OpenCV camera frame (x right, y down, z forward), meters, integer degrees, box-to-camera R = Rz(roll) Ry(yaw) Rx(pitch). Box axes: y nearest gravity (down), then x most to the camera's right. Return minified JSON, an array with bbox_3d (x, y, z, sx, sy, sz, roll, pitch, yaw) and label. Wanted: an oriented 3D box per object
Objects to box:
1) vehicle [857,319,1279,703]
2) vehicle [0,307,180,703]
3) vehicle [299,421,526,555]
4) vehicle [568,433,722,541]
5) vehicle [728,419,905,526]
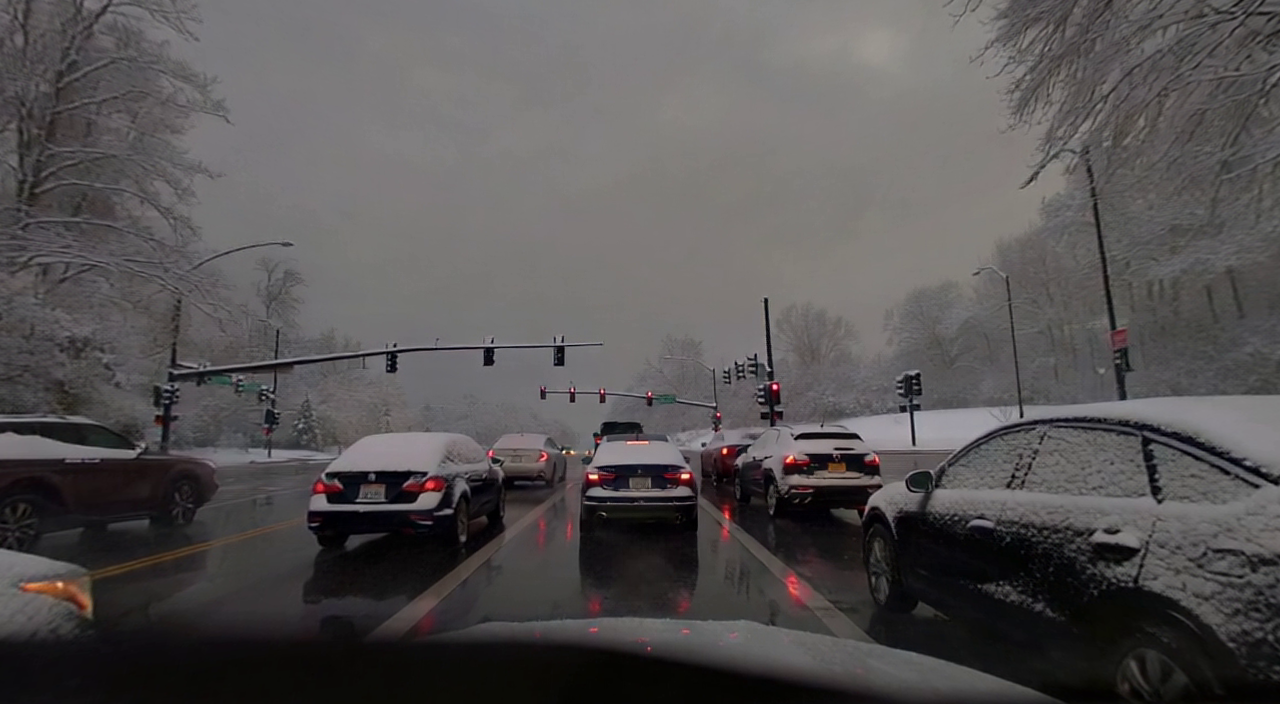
[{"bbox_3d":[3.150,0.980,3.746,2.074,1.685,4.387,0,-8,-1],"label":"vehicle"},{"bbox_3d":[-3.208,0.499,0.616,2.079,1.756,4.676,0,-8,-2],"label":"vehicle"},{"bbox_3d":[-3.063,1.915,9.613,1.896,1.546,4.378,0,-8,-1],"label":"vehicle"},{"bbox_3d":[-0.003,2.098,10.424,2.076,1.438,3.770,0,-8,-2],"label":"vehicle"},{"bbox_3d":[3.082,2.199,12.048,2.106,1.667,4.101,0,-8,-1],"label":"vehicle"}]
